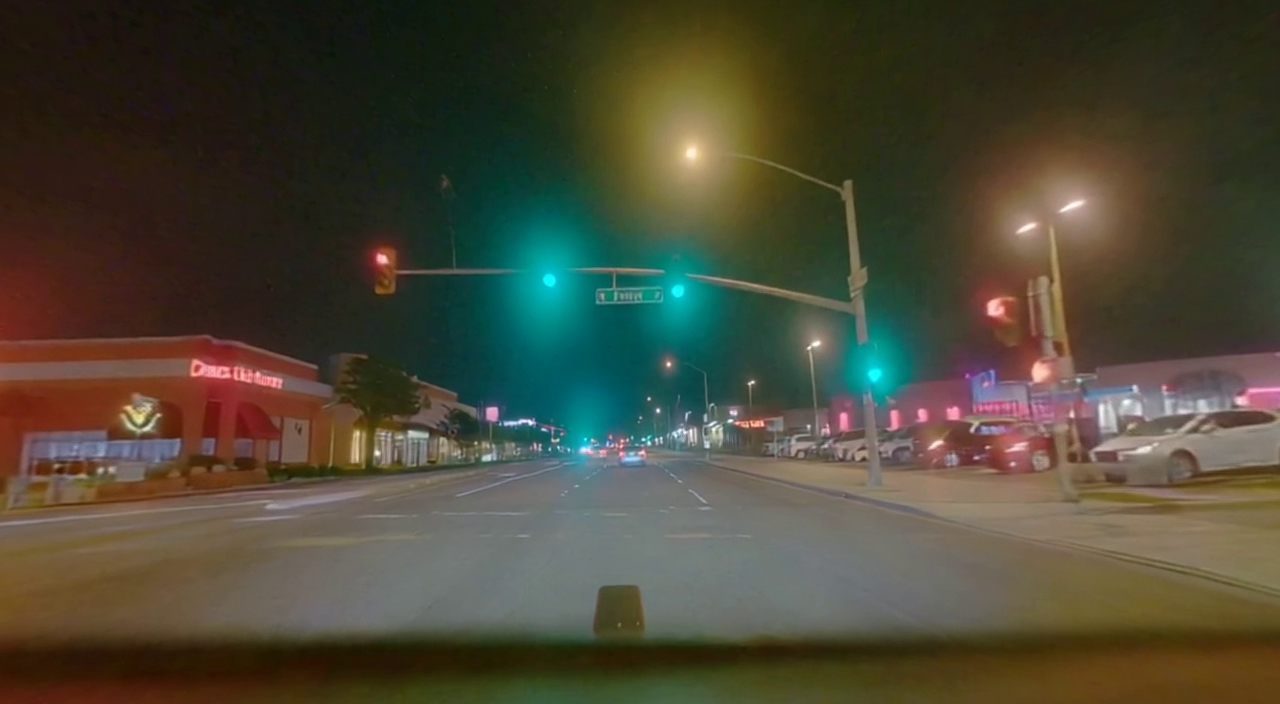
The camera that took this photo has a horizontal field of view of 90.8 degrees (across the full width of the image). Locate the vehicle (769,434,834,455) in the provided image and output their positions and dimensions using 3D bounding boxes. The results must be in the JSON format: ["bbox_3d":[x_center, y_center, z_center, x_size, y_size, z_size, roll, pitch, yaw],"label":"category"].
[{"bbox_3d":[12.496,7.192,49.055,4.486,1.569,1.966,0,-9,-4],"label":"vehicle"}]

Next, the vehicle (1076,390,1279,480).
[{"bbox_3d":[12.885,1.837,13.963,4.852,1.805,2.155,0,-9,-1],"label":"vehicle"}]

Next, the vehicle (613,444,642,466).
[{"bbox_3d":[-0.879,7.222,44.437,1.977,1.451,4.032,0,-8,-1],"label":"vehicle"}]
